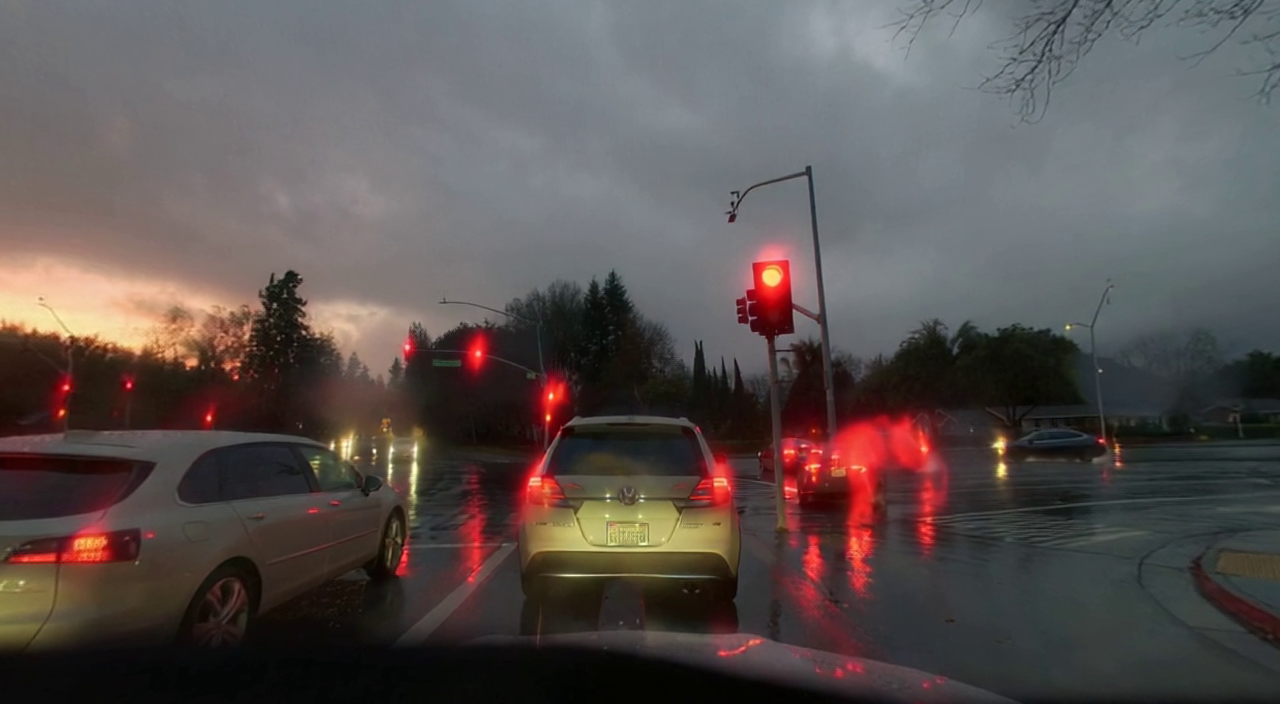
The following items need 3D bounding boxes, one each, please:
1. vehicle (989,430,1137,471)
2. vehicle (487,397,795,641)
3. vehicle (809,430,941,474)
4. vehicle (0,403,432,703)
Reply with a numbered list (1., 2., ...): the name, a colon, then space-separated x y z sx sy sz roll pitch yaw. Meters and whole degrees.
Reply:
1. vehicle: 17.436 4.097 26.260 4.670 1.616 1.926 -1 -9 6
2. vehicle: -0.132 1.469 6.569 2.154 1.670 4.140 1 -9 -4
3. vehicle: 9.945 4.281 27.091 4.887 1.769 2.035 -1 -9 6
4. vehicle: -3.284 1.275 4.719 2.035 1.492 4.415 0 -9 -1
